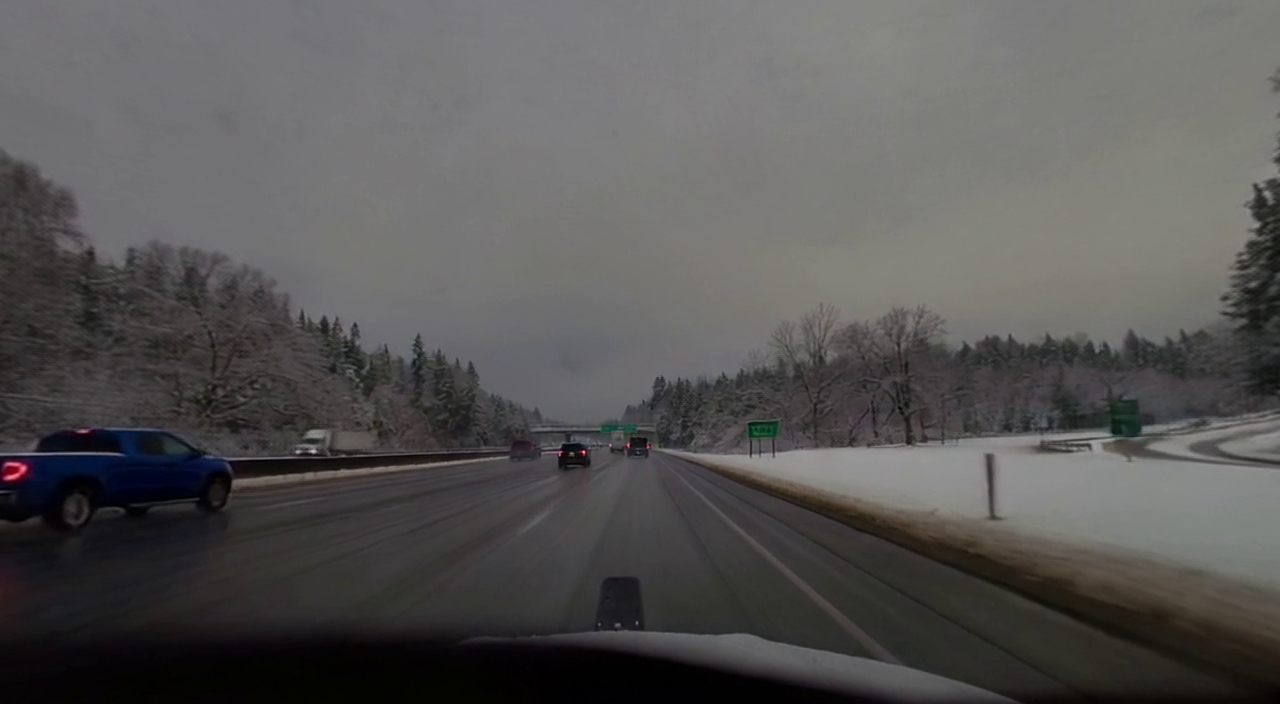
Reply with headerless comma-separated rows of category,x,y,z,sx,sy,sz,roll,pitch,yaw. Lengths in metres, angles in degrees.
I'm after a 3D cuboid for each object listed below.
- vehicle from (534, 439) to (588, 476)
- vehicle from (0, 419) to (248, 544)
vehicle,-3.900,5.278,31.671,2.094,1.695,4.260,0,-9,1
vehicle,-10.172,2.268,11.775,2.146,1.764,5.510,0,-9,-1
